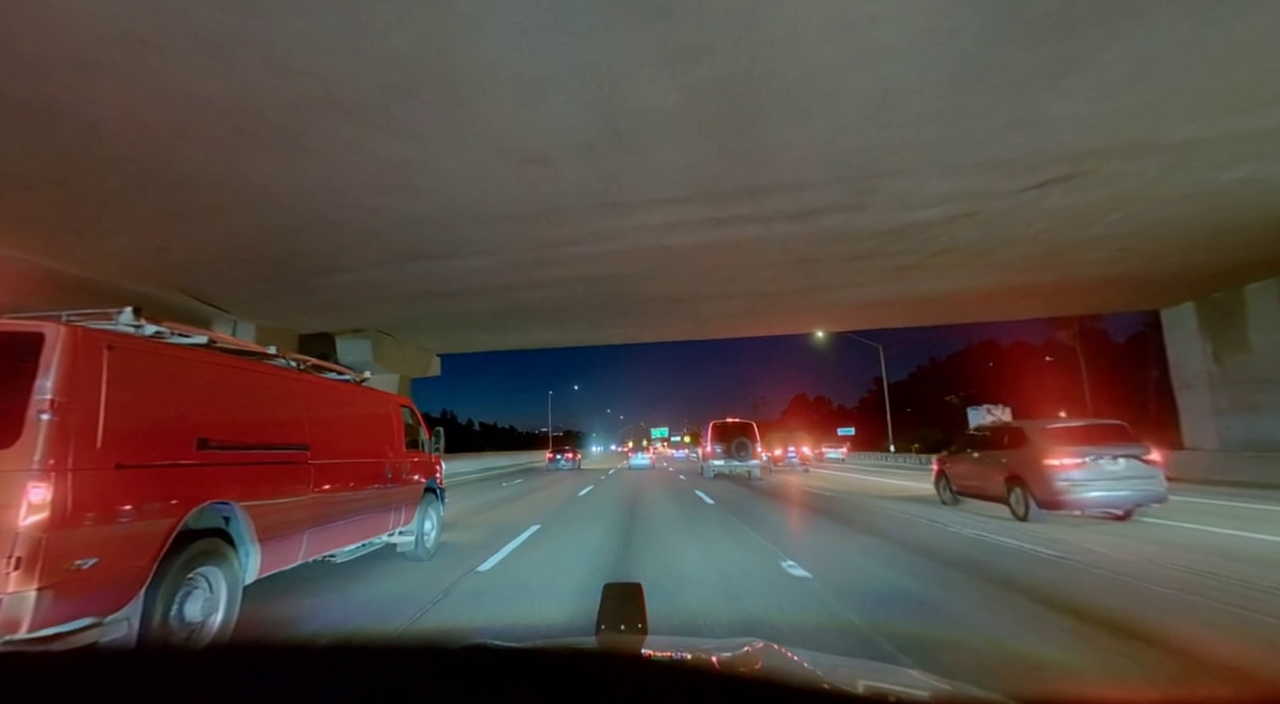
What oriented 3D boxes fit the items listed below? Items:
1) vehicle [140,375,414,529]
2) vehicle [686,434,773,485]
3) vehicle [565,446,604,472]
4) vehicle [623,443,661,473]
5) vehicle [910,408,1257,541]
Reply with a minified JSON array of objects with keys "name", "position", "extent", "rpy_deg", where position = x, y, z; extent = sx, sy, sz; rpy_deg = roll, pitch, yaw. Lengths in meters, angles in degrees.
[{"name":"vehicle","position":[-7.590,2.231,14.444],"extent":[2.336,2.708,6.421],"rpy_deg":[0,-8,1]},{"name":"vehicle","position":[3.574,4.485,26.663],"extent":[2.777,1.895,5.710],"rpy_deg":[0,-9,0]},{"name":"vehicle","position":[-3.387,6.601,39.249],"extent":[1.970,1.483,4.071],"rpy_deg":[0,-8,1]},{"name":"vehicle","position":[0.104,6.147,36.814],"extent":[2.115,1.617,4.102],"rpy_deg":[0,-8,0]},{"name":"vehicle","position":[7.467,2.149,11.765],"extent":[2.304,1.840,5.706],"rpy_deg":[0,-8,0]}]
